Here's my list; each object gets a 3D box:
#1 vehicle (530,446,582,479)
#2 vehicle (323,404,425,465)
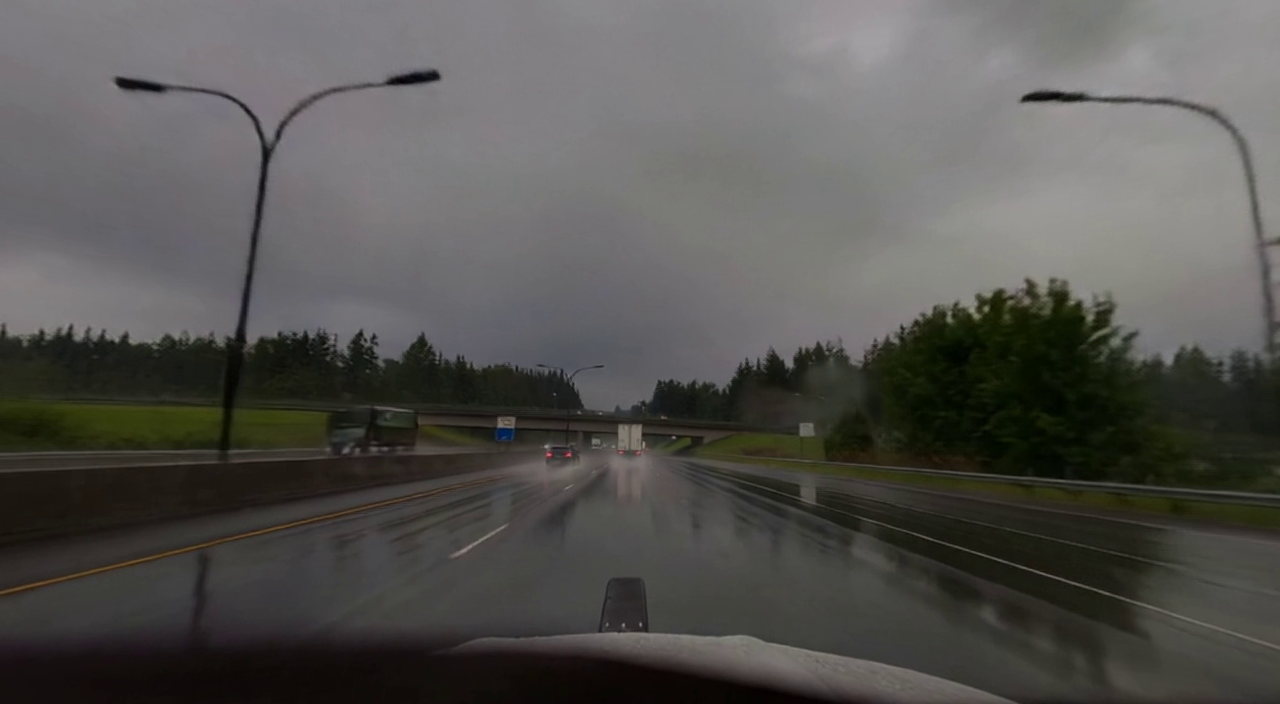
[{"bbox_3d":[-4.134,5.511,31.719,2.042,1.526,4.516,0,-9,0],"label":"vehicle"},{"bbox_3d":[-16.965,5.434,40.956,2.946,3.523,8.294,0,-9,0],"label":"vehicle"}]
